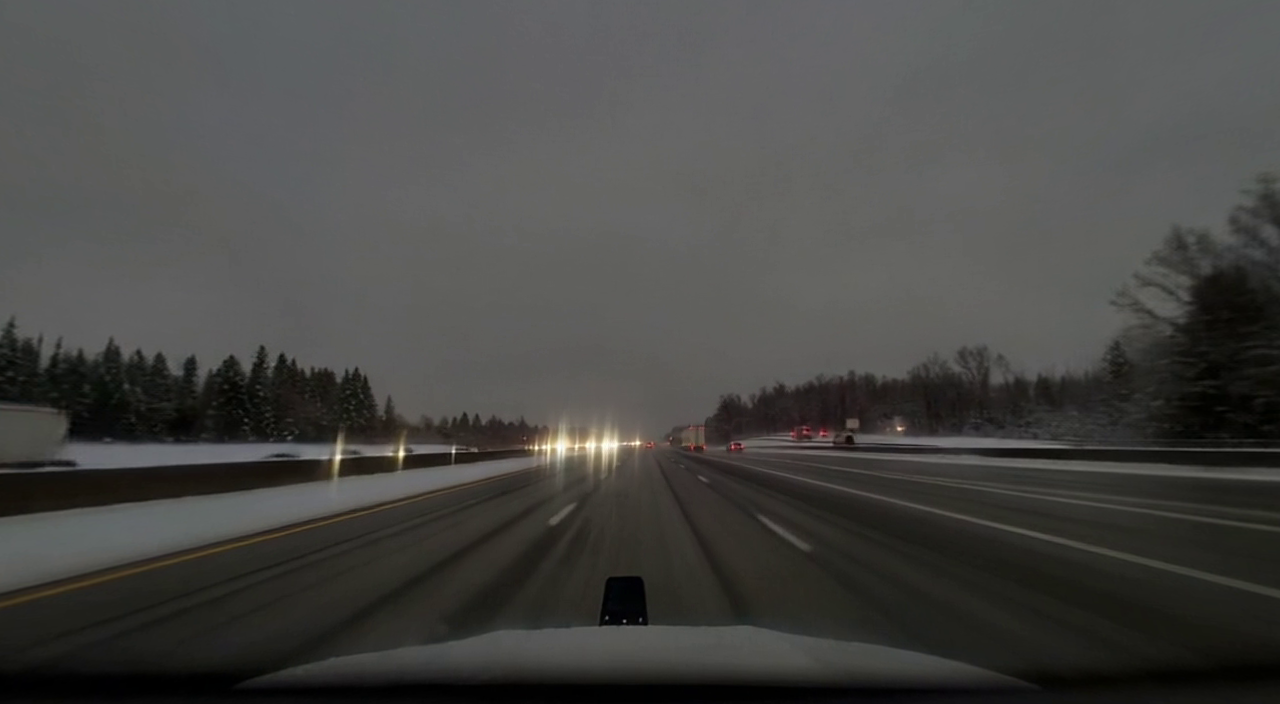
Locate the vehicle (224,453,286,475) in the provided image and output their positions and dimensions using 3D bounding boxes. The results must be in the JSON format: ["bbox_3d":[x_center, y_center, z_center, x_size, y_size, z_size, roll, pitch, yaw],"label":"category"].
[{"bbox_3d":[-28.723,8.356,47.201,1.861,1.475,4.425,0,-8,-1],"label":"vehicle"}]
